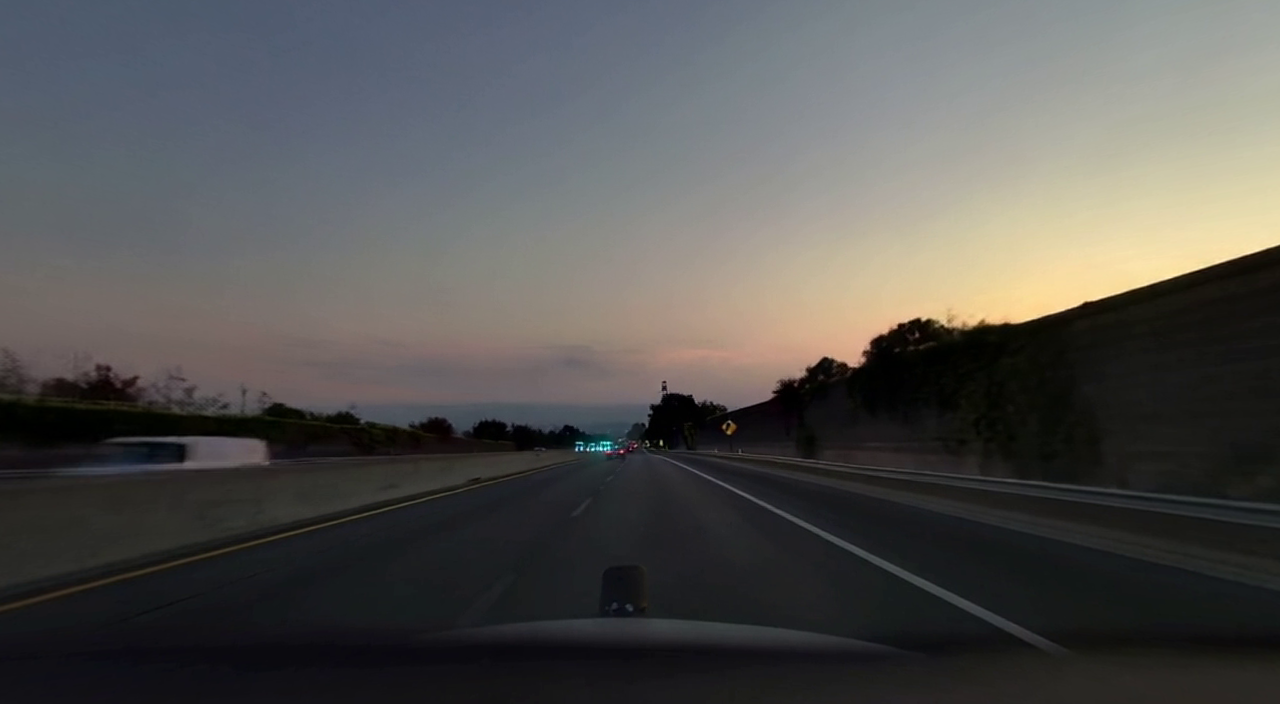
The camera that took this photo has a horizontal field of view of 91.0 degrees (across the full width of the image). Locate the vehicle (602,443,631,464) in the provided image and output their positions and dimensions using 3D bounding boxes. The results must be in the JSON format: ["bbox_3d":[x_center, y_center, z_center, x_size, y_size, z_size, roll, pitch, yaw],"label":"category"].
[{"bbox_3d":[-1.744,7.655,47.674,2.050,1.530,4.144,0,-8,0],"label":"vehicle"}]
